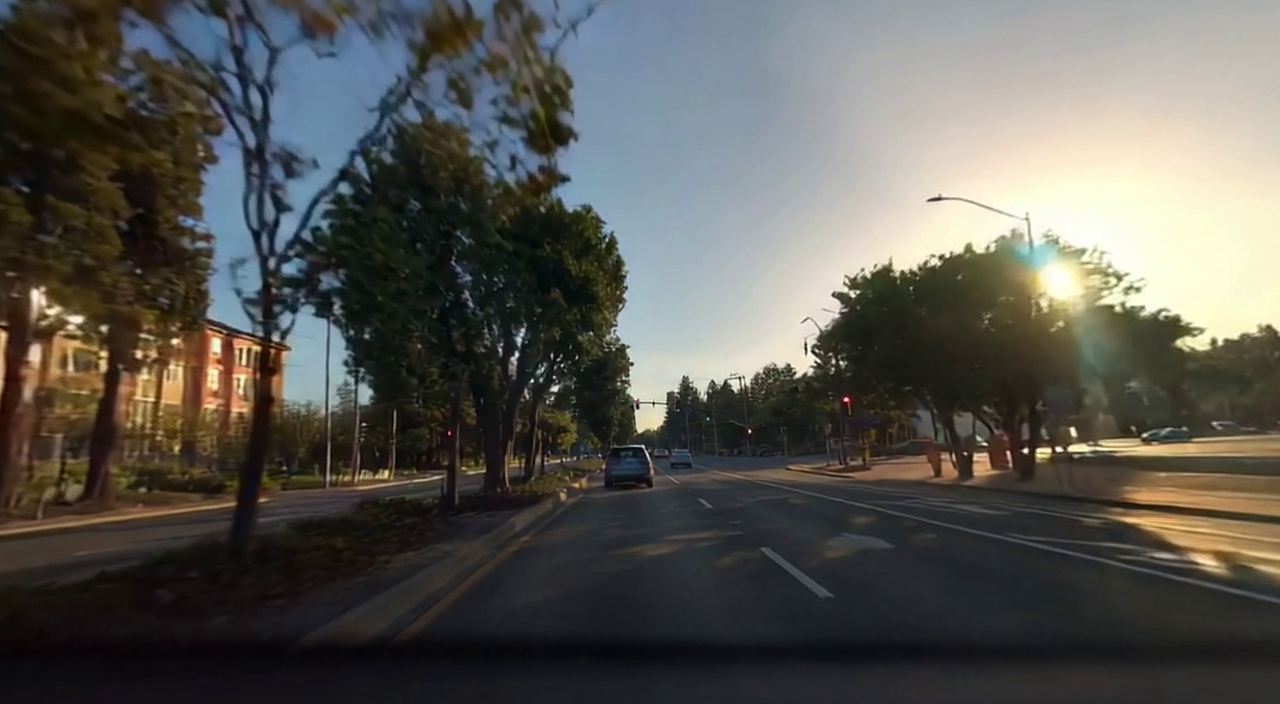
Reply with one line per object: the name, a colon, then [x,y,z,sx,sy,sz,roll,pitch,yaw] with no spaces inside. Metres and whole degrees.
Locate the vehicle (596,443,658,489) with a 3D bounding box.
vehicle: [-0.470,4.388,24.639,2.181,1.639,4.127,0,-9,0]
